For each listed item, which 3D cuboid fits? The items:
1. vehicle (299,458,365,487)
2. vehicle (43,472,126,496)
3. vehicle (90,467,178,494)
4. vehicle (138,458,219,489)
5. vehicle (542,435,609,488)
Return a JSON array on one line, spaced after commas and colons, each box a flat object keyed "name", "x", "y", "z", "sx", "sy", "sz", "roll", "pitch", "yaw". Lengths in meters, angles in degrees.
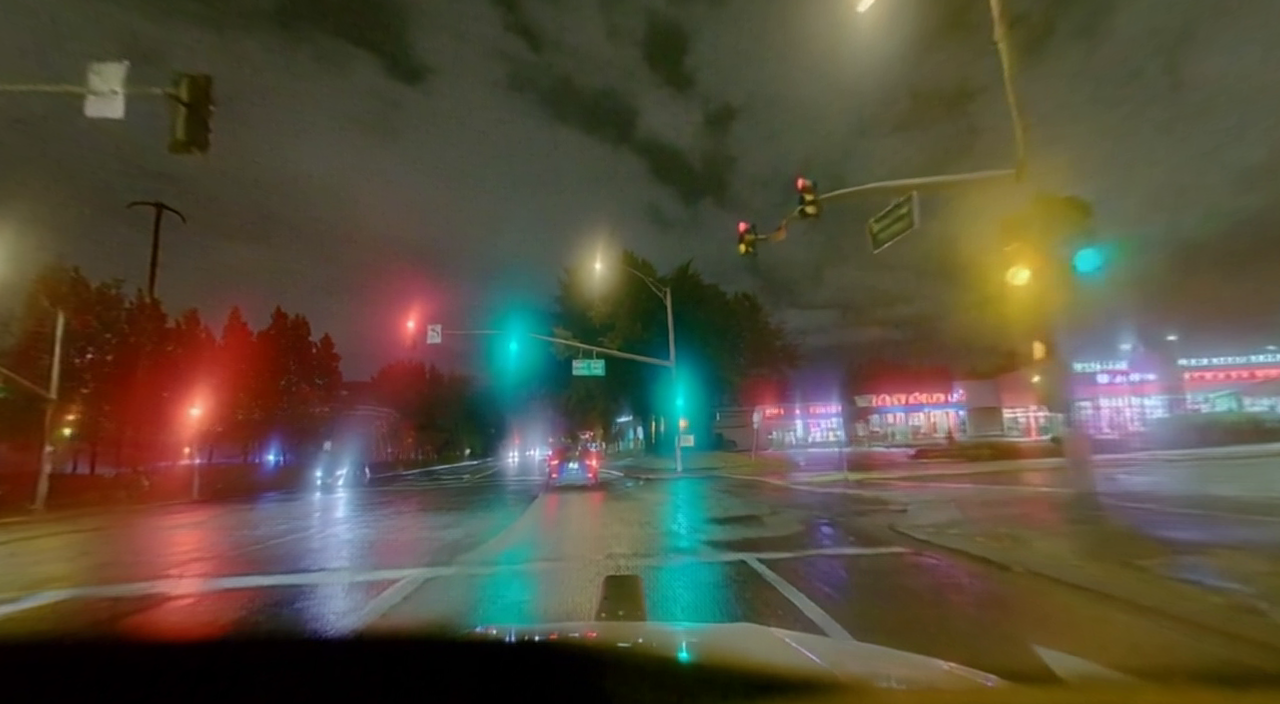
[{"name": "vehicle", "x": -17.881, "y": 6.982, "z": 36.930, "sx": 1.873, "sy": 1.483, "sz": 4.657, "roll": 0, "pitch": -8, "yaw": -5}, {"name": "vehicle", "x": -38.540, "y": 9.164, "z": 43.930, "sx": 3.894, "sy": 1.446, "sz": 1.760, "roll": 1, "pitch": -9, "yaw": -9}, {"name": "vehicle", "x": -31.656, "y": 8.032, "z": 39.716, "sx": 2.004, "sy": 1.479, "sz": 4.230, "roll": 0, "pitch": -9, "yaw": 0}, {"name": "vehicle", "x": -28.224, "y": 7.425, "z": 38.812, "sx": 2.142, "sy": 1.671, "sz": 4.083, "roll": 1, "pitch": -9, "yaw": -7}, {"name": "vehicle", "x": -2.360, "y": 3.939, "z": 23.034, "sx": 2.227, "sy": 1.733, "sz": 3.930, "roll": 1, "pitch": -8, "yaw": -6}]
